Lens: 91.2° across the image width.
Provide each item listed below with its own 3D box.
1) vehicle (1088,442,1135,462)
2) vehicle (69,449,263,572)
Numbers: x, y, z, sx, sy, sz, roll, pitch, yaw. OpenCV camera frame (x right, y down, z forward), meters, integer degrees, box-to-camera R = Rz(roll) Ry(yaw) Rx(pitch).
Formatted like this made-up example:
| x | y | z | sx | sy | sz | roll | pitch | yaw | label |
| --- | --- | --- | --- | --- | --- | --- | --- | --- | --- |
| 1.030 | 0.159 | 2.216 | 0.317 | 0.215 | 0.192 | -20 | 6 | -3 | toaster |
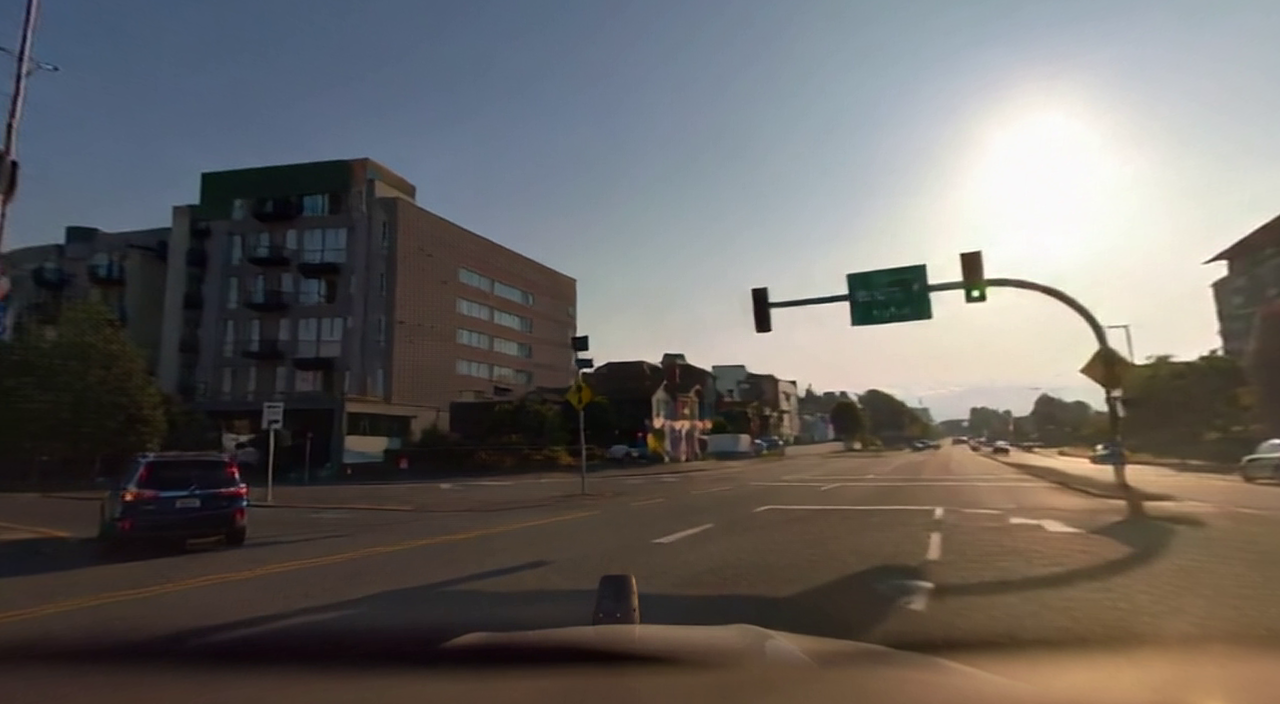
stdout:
| x | y | z | sx | sy | sz | roll | pitch | yaw | label |
| --- | --- | --- | --- | --- | --- | --- | --- | --- | --- |
| 36.222 | 7.657 | 48.217 | 1.931 | 1.475 | 4.092 | -5 | -10 | 24 | vehicle |
| -7.455 | 2.358 | 10.119 | 2.014 | 1.525 | 3.670 | 5 | -11 | -34 | vehicle |
